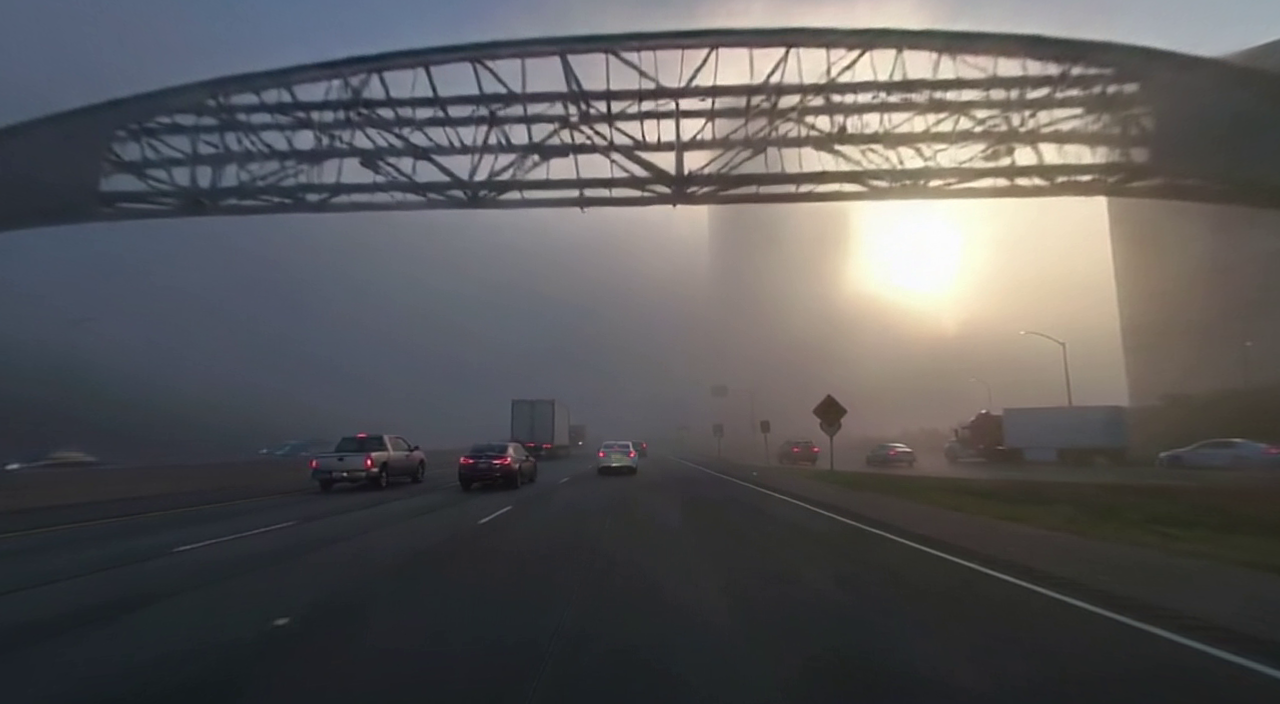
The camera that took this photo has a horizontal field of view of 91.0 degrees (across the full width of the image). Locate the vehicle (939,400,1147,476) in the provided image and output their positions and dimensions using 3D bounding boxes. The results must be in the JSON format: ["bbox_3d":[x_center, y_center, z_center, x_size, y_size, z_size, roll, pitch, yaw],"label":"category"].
[{"bbox_3d":[23.069,5.055,36.700,3.015,3.855,9.519,8,-12,-43],"label":"vehicle"}]

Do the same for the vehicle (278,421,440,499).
[{"bbox_3d":[-7.493,2.938,17.483,2.190,1.821,4.800,0,-8,1],"label":"vehicle"}]

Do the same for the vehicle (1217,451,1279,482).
[{"bbox_3d":[32.808,5.875,32.332,4.258,1.498,1.904,-1,-9,5],"label":"vehicle"}]

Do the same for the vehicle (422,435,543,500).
[{"bbox_3d":[-4.005,3.006,16.810,2.016,1.497,4.235,0,-9,2],"label":"vehicle"}]

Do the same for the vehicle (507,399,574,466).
[{"bbox_3d":[-5.459,4.694,36.010,2.955,3.359,8.322,1,-9,-4],"label":"vehicle"}]

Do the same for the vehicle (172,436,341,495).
[{"bbox_3d":[-11.070,3.291,18.701,1.987,1.495,4.710,0,-8,1],"label":"vehicle"}]

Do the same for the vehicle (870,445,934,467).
[{"bbox_3d":[19.005,7.544,45.935,1.902,1.494,4.239,3,-9,-19],"label":"vehicle"}]

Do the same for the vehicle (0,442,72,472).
[{"bbox_3d":[-37.257,6.249,37.768,1.955,1.667,4.683,0,-9,-1],"label":"vehicle"}]

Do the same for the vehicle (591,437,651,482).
[{"bbox_3d":[-0.635,3.895,23.003,1.991,1.488,3.922,0,-9,0],"label":"vehicle"}]

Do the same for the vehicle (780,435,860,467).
[{"bbox_3d":[12.096,6.699,42.738,2.415,1.972,5.572,3,-9,-19],"label":"vehicle"}]
